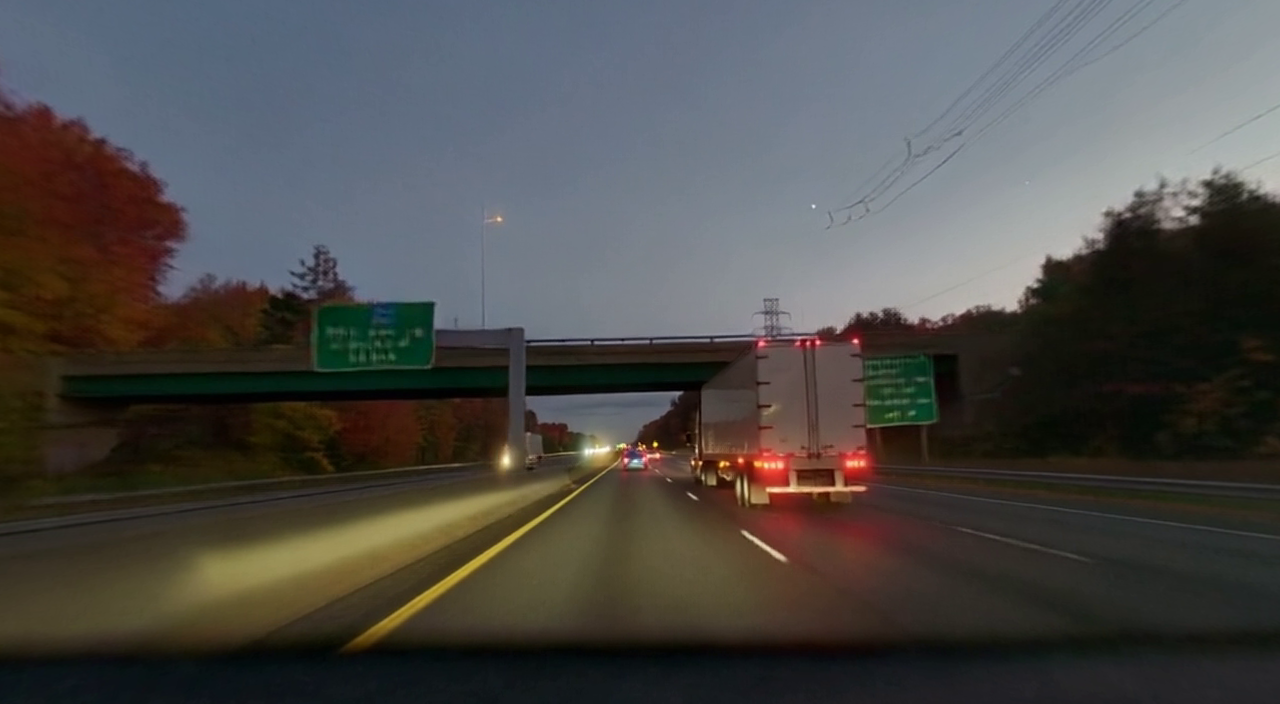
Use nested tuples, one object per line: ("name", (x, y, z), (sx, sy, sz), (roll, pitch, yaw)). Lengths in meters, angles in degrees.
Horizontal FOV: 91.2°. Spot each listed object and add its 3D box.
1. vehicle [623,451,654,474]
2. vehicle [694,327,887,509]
("vehicle", (-0.111, 7.365, 42.051), (1.961, 1.454, 3.755), (0, -9, 0))
("vehicle", (4.121, 2.659, 21.885), (2.956, 4.281, 14.327), (0, -9, -1))
